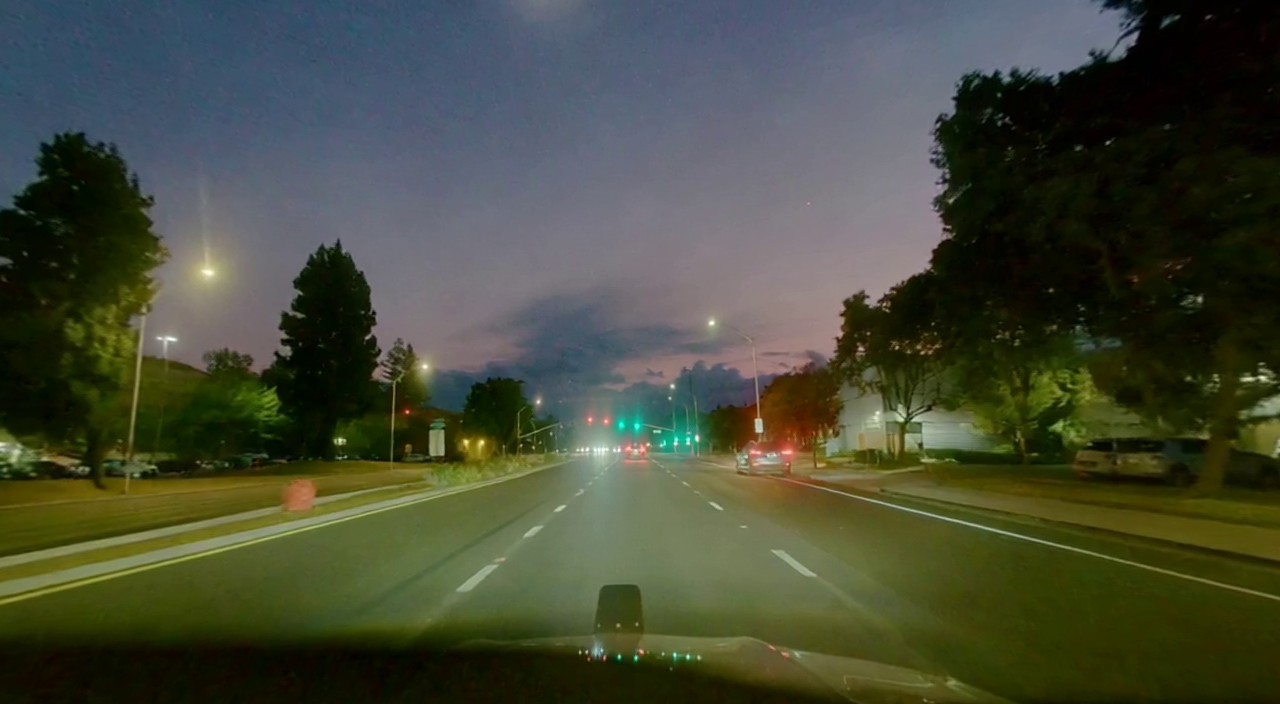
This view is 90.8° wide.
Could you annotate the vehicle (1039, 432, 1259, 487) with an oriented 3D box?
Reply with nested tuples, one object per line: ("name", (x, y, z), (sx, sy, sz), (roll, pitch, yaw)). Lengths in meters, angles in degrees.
("vehicle", (15.270, 3.241, 19.188), (4.859, 1.563, 1.952), (0, -8, 2))

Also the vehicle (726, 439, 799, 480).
("vehicle", (5.737, 5.095, 30.292), (2.295, 1.804, 4.971), (0, -8, -3))

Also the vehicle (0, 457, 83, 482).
("vehicle", (-44.786, 8.712, 46.891), (1.878, 1.527, 4.758), (-6, -8, 22))
